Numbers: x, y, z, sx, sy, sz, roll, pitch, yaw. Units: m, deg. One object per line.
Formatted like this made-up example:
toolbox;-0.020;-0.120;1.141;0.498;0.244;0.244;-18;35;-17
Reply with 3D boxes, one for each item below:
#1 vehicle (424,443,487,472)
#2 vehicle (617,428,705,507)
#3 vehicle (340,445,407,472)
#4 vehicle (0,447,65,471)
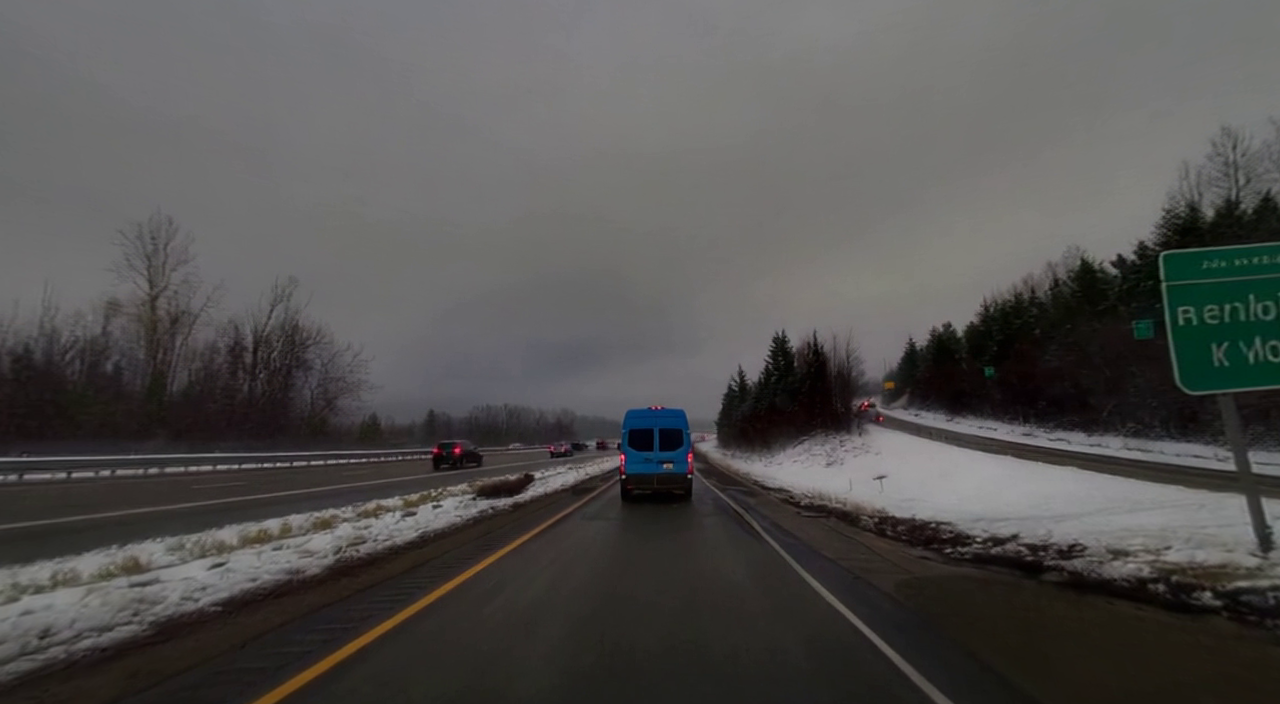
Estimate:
vehicle;-11.547;6.584;39.871;2.050;1.676;5.319;-1;-8;4
vehicle;0.504;3.048;17.107;2.043;1.821;4.558;0;-8;0
vehicle;-16.047;6.423;38.243;1.933;1.485;4.454;-1;-8;4
vehicle;-41.252;7.095;41.868;1.803;1.464;4.455;-1;-8;3
